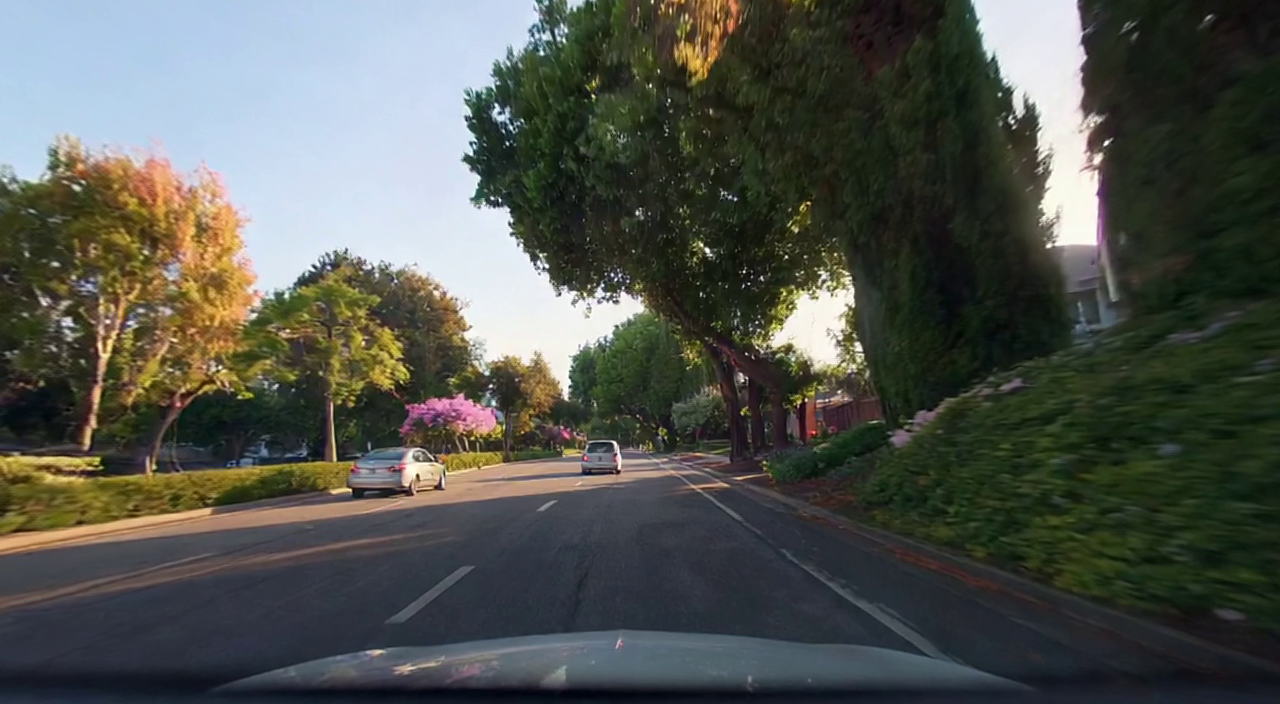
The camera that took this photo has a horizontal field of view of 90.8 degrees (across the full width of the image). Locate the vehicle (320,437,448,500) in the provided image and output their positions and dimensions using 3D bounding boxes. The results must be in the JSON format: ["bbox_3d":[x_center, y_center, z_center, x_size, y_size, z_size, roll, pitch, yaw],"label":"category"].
[{"bbox_3d":[-7.505,3.438,19.111,1.993,1.657,4.487,0,-8,0],"label":"vehicle"}]

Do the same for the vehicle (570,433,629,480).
[{"bbox_3d":[-1.616,4.364,26.654,2.070,1.764,4.552,0,-8,1],"label":"vehicle"}]
